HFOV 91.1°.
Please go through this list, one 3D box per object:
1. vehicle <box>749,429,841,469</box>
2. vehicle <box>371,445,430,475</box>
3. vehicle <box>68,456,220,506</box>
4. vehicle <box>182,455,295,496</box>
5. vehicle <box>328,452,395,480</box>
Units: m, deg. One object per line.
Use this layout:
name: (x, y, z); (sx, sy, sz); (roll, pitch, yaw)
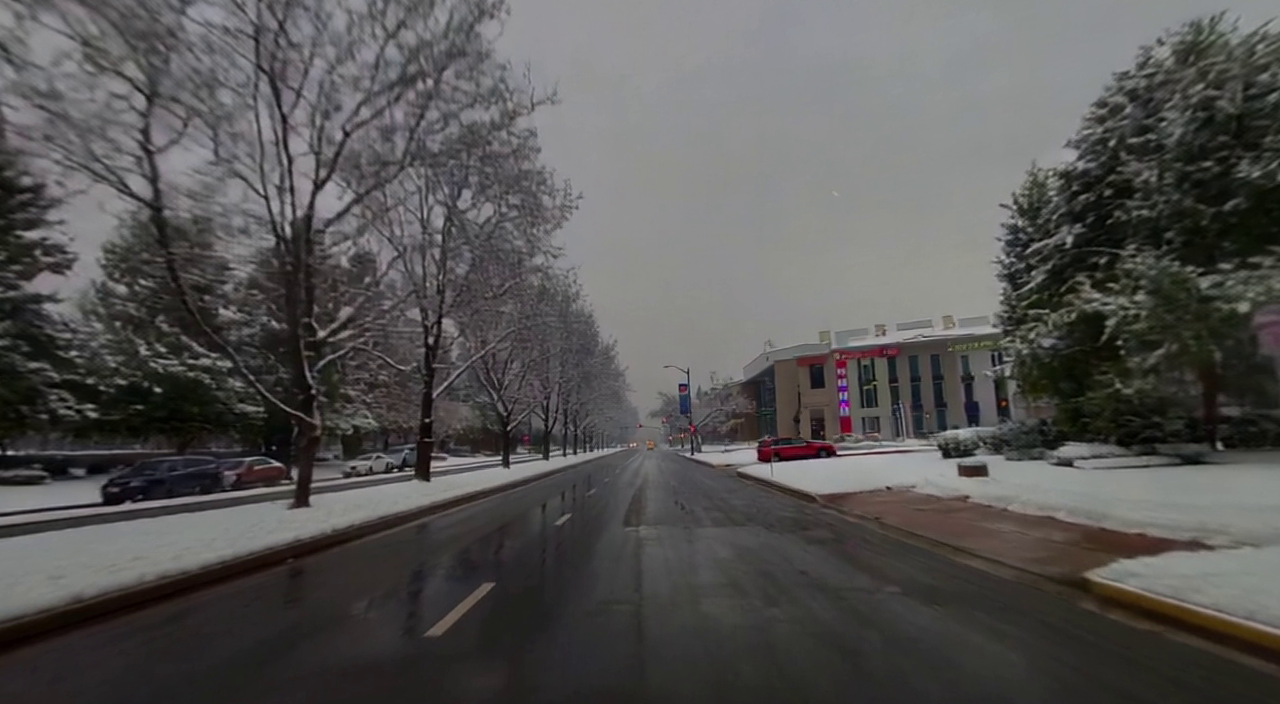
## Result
vehicle: (9.199, 5.817, 37.627); (4.716, 1.672, 2.330); (-7, -9, -1)
vehicle: (-16.944, 7.644, 44.673); (2.301, 1.821, 4.731); (-4, -9, 1)
vehicle: (-17.305, 4.488, 22.249); (1.829, 1.508, 4.377); (0, -9, -1)
vehicle: (-17.313, 5.311, 27.372); (2.020, 1.471, 4.419); (-3, -9, 1)
vehicle: (-17.152, 7.004, 38.943); (1.873, 1.544, 4.794); (0, -9, 1)
